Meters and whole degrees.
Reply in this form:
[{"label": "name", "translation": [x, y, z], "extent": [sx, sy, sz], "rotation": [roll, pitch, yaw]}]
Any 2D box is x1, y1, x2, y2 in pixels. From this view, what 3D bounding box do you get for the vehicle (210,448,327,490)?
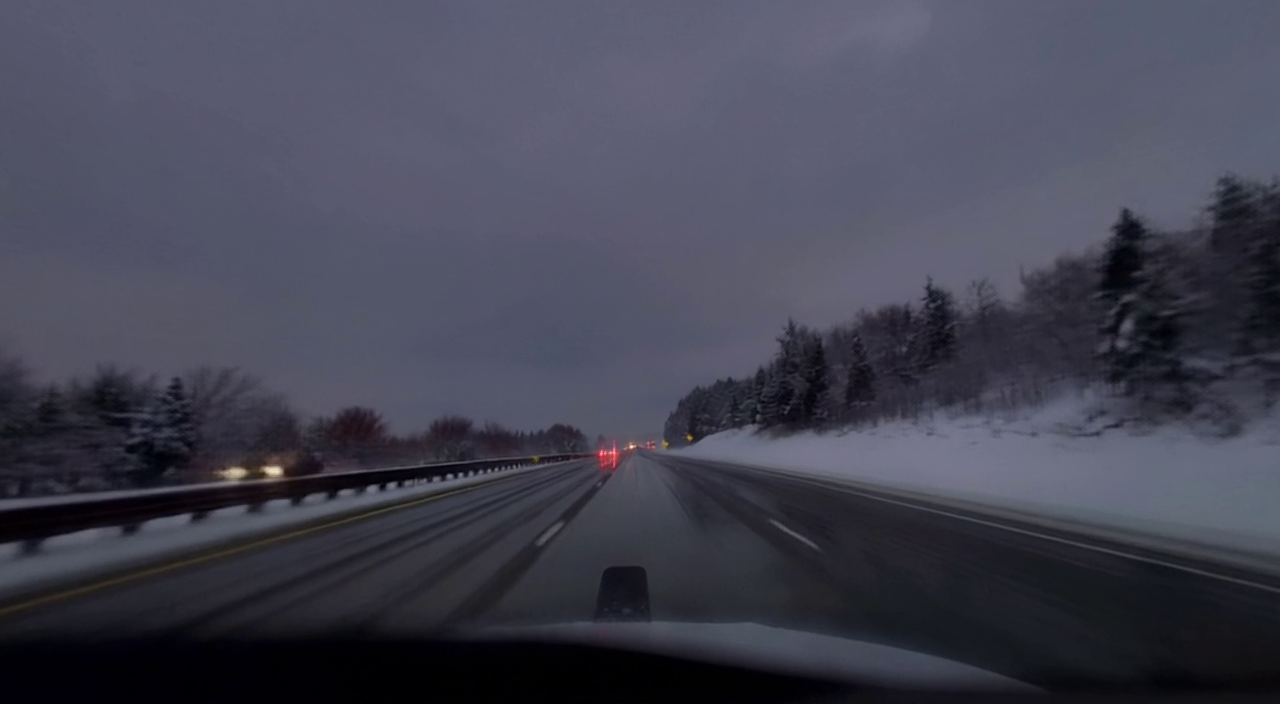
[{"label": "vehicle", "translation": [-15.277, 4.814, 26.221], "extent": [2.046, 1.530, 4.596], "rotation": [0, -8, 0]}]
